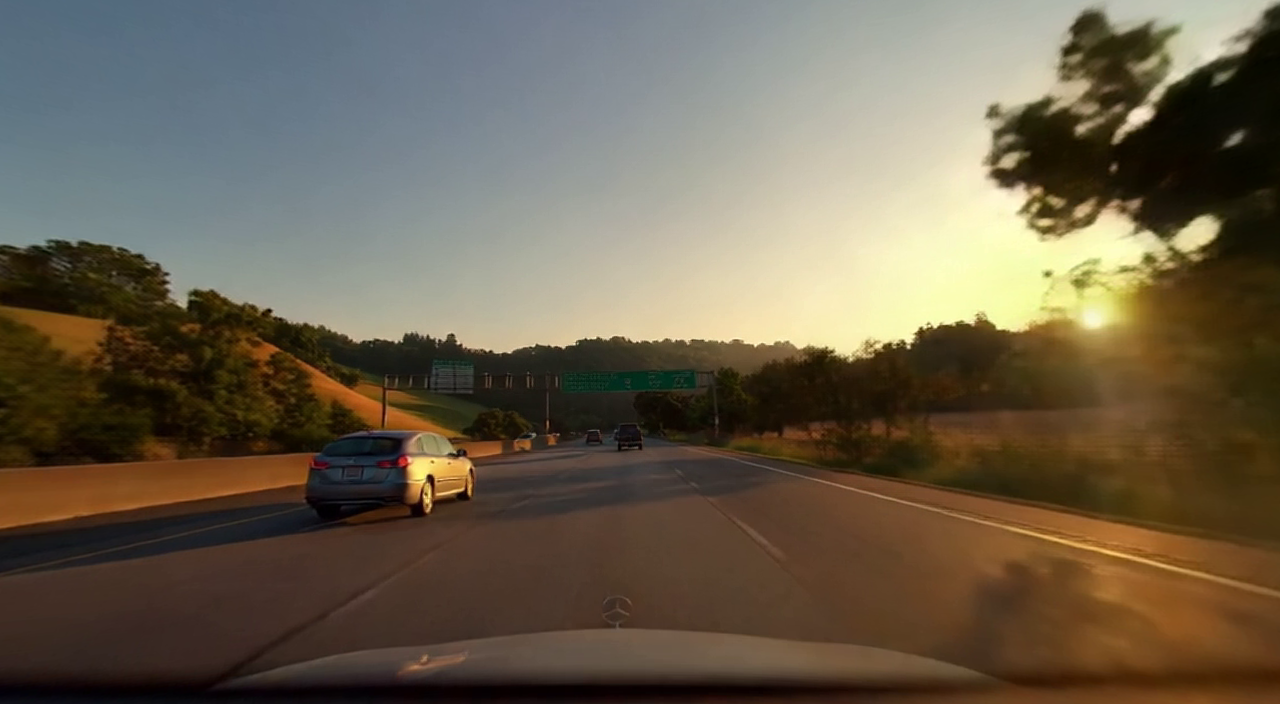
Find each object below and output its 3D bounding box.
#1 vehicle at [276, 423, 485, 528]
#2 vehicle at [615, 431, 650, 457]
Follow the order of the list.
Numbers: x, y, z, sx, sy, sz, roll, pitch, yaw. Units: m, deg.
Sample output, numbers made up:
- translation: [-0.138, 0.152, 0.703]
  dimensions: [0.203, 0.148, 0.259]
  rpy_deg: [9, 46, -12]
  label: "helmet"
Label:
- translation: [-4.203, 2.037, 11.052]
  dimensions: [1.931, 1.483, 4.105]
  rpy_deg: [0, -8, 0]
  label: "vehicle"
- translation: [-0.508, 5.955, 40.916]
  dimensions: [2.162, 1.616, 4.242]
  rpy_deg: [0, -8, -1]
  label: "vehicle"
